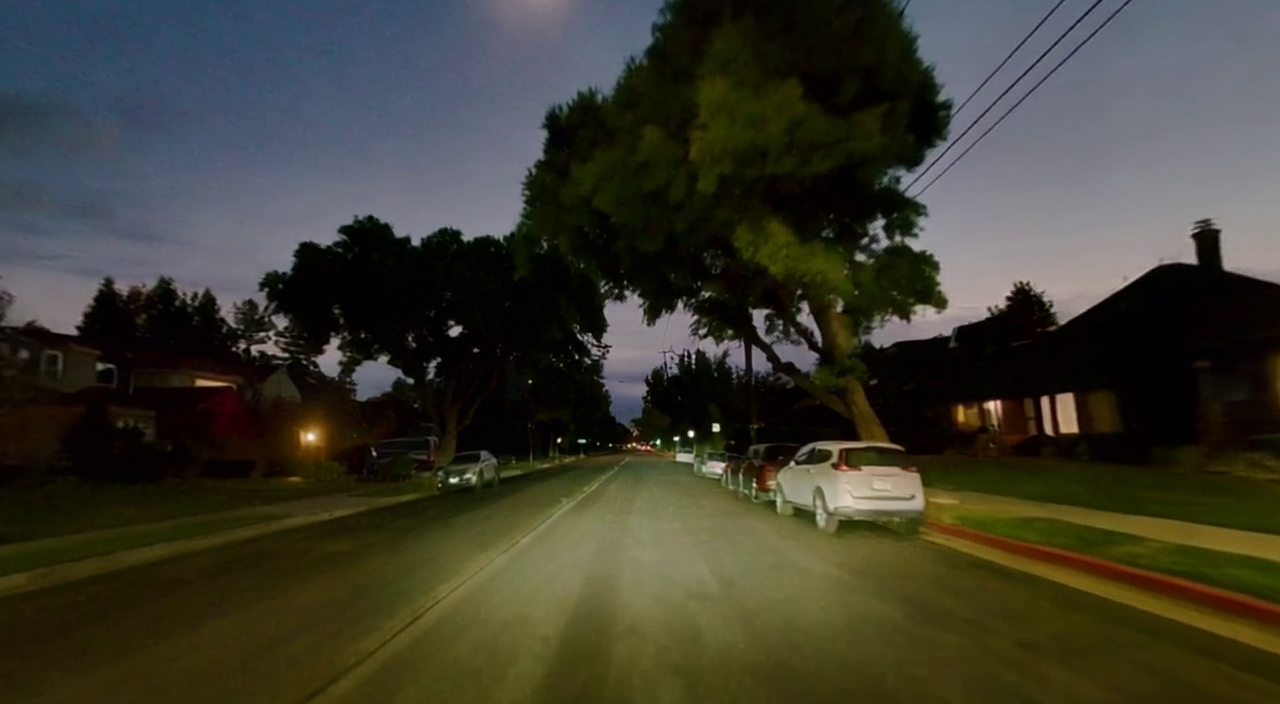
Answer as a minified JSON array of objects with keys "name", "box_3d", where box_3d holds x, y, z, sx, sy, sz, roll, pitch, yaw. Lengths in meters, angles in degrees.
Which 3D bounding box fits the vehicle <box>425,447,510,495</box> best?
[{"name":"vehicle","box_3d":[-6.439,4.453,24.063,1.985,1.497,4.655,-2,-8,-1]}]

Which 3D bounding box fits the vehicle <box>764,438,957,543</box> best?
[{"name":"vehicle","box_3d":[3.789,2.428,11.814,1.917,1.569,4.460,0,-8,-1]}]

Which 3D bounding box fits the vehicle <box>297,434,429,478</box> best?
[{"name":"vehicle","box_3d":[-14.238,5.363,32.613,5.681,2.094,2.344,0,-8,0]}]
